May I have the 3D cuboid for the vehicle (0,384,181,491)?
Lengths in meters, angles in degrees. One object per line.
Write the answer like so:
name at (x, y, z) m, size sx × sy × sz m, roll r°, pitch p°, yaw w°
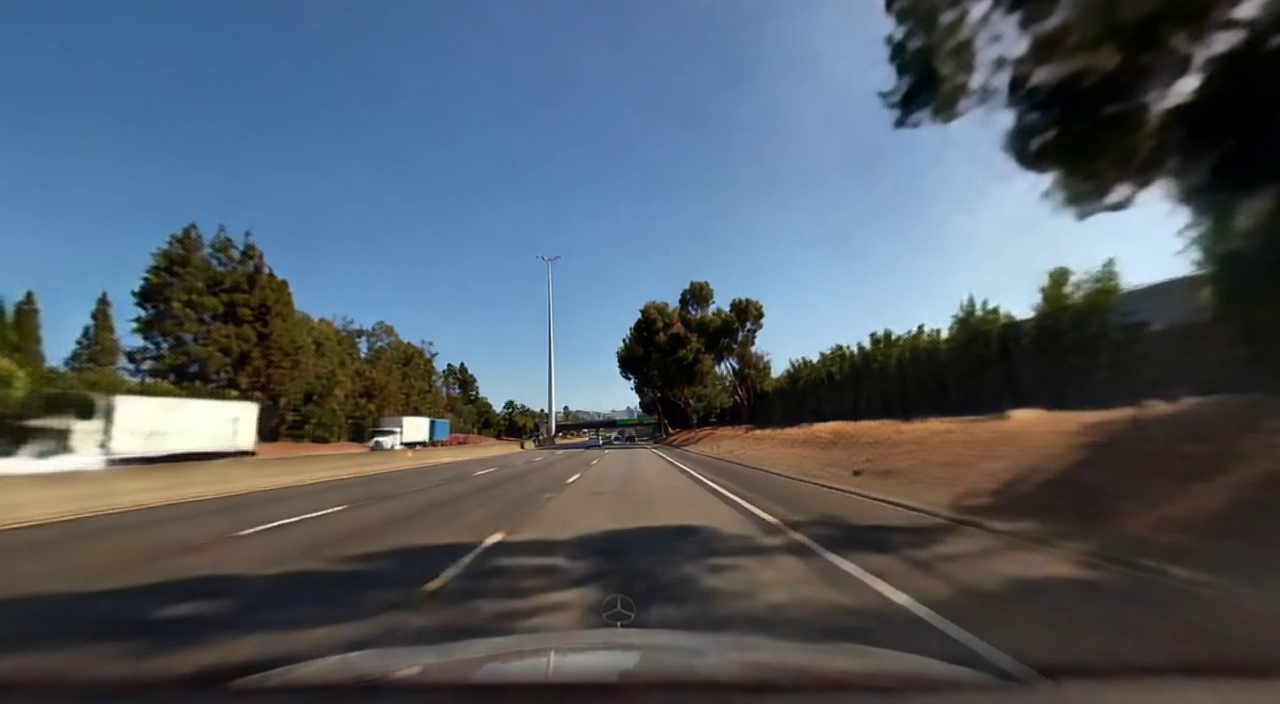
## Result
vehicle at (-22.985, 3.487, 25.997) m, size 2.913 × 3.836 × 6.596 m, roll 0°, pitch -7°, yaw -1°
